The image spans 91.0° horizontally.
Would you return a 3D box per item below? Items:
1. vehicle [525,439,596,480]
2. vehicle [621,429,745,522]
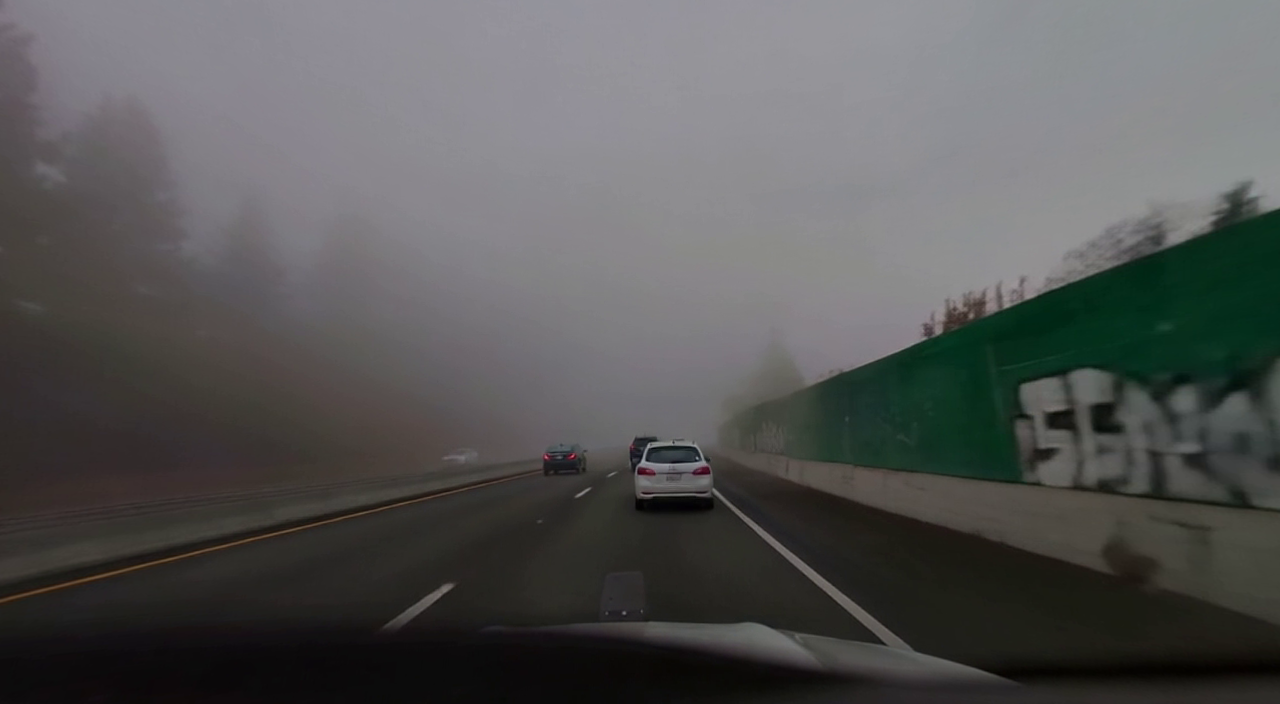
[{"bbox_3d":[-3.007,4.194,24.856,2.059,1.471,4.152,0,-8,3],"label":"vehicle"},{"bbox_3d":[0.762,2.346,12.501,2.077,1.533,3.854,0,-8,1],"label":"vehicle"}]
